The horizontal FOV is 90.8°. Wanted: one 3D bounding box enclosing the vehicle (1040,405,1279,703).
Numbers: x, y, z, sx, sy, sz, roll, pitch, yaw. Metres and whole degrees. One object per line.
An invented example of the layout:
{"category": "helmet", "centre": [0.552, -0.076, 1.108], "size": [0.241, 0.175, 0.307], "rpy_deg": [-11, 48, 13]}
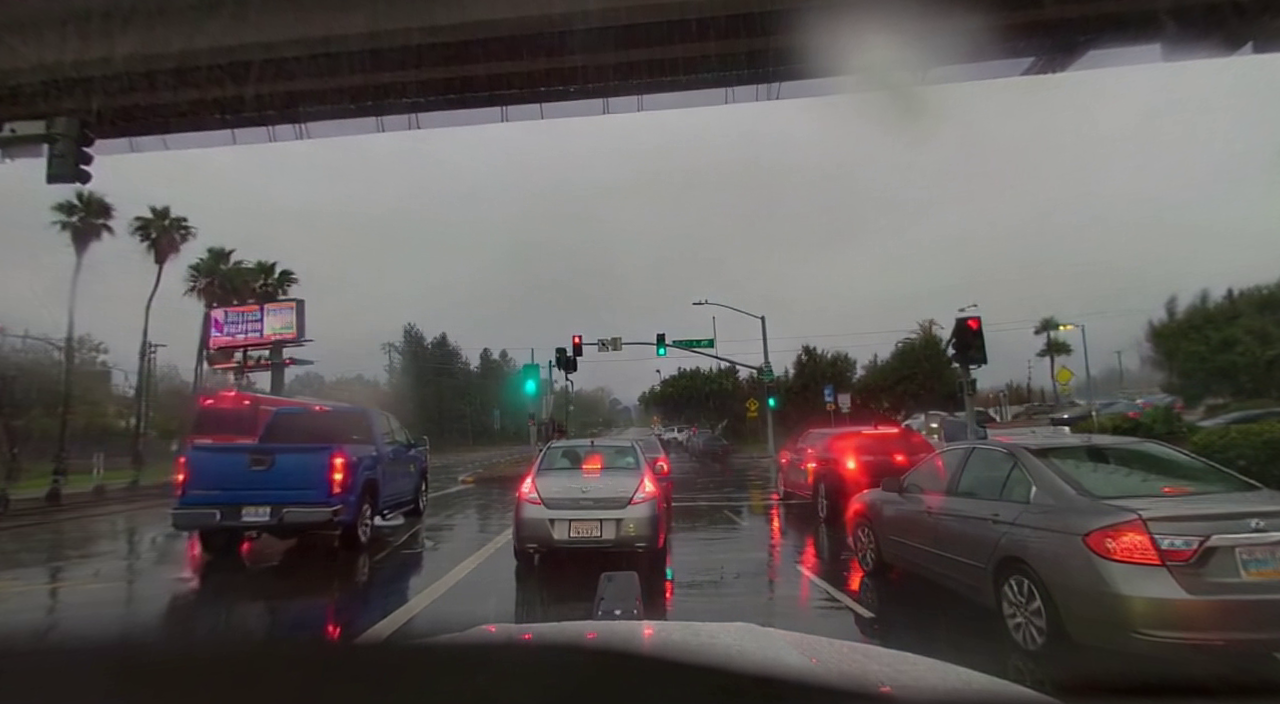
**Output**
{"category": "vehicle", "centre": [3.880, 0.889, 2.143], "size": [2.052, 1.496, 4.541], "rpy_deg": [0, -9, 0]}

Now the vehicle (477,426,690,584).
{"category": "vehicle", "centre": [-0.637, 1.775, 8.185], "size": [2.035, 1.491, 4.090], "rpy_deg": [0, -9, -3]}

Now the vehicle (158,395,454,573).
{"category": "vehicle", "centre": [-4.317, 1.795, 9.459], "size": [2.078, 1.838, 5.448], "rpy_deg": [1, -9, -8]}

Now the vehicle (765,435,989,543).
{"category": "vehicle", "centre": [3.700, 2.210, 10.927], "size": [1.965, 1.448, 4.486], "rpy_deg": [0, -9, -3]}

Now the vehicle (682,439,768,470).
{"category": "vehicle", "centre": [4.189, 5.143, 31.924], "size": [1.878, 1.428, 4.416], "rpy_deg": [5, -10, -32]}
